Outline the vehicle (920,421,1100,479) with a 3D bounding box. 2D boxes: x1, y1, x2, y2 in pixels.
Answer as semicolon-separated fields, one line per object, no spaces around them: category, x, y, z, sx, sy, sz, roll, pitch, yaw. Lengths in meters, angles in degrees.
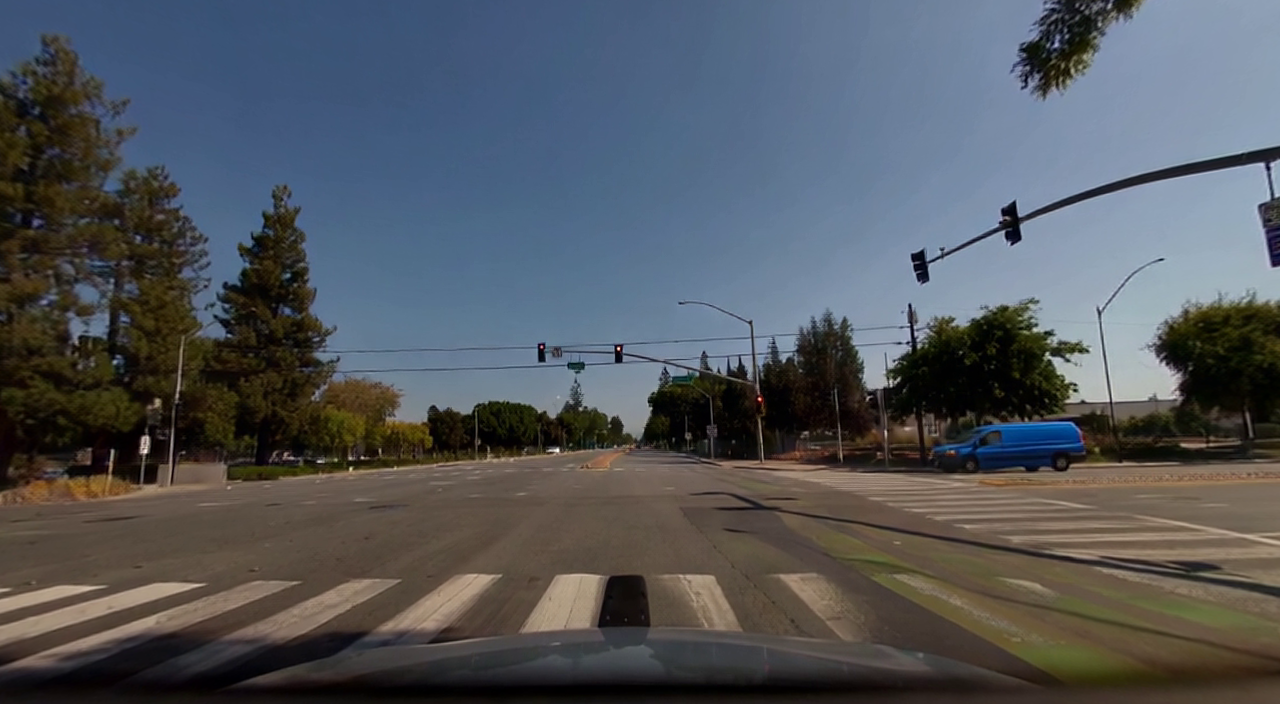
vehicle;12.288;3.287;21.205;4.790;1.798;1.909;0;-8;1
